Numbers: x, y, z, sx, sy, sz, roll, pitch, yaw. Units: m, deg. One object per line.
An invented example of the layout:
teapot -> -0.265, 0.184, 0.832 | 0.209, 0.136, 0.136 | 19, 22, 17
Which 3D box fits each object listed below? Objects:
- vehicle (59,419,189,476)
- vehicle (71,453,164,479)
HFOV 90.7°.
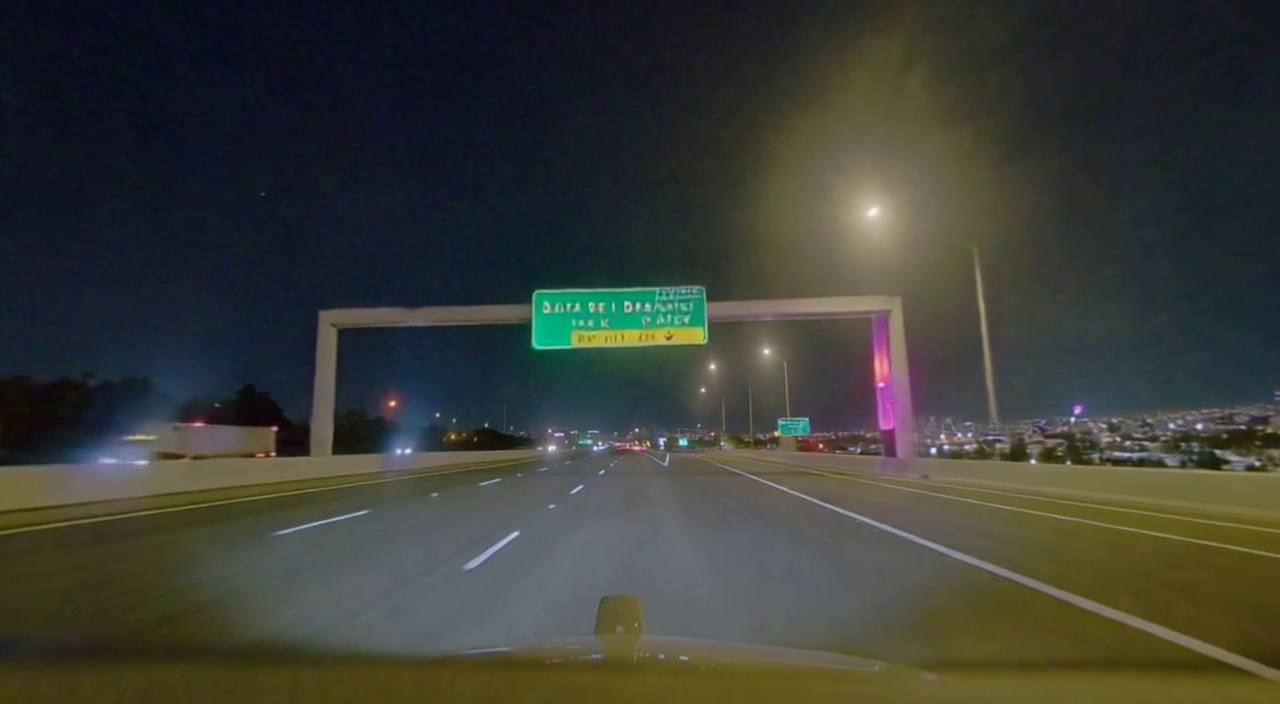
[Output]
vehicle -> -39.609, 7.374, 49.099 | 3.028, 3.981, 8.242 | 0, -8, 0
vehicle -> -32.480, 7.081, 39.534 | 1.820, 1.473, 4.740 | 0, -8, 0
